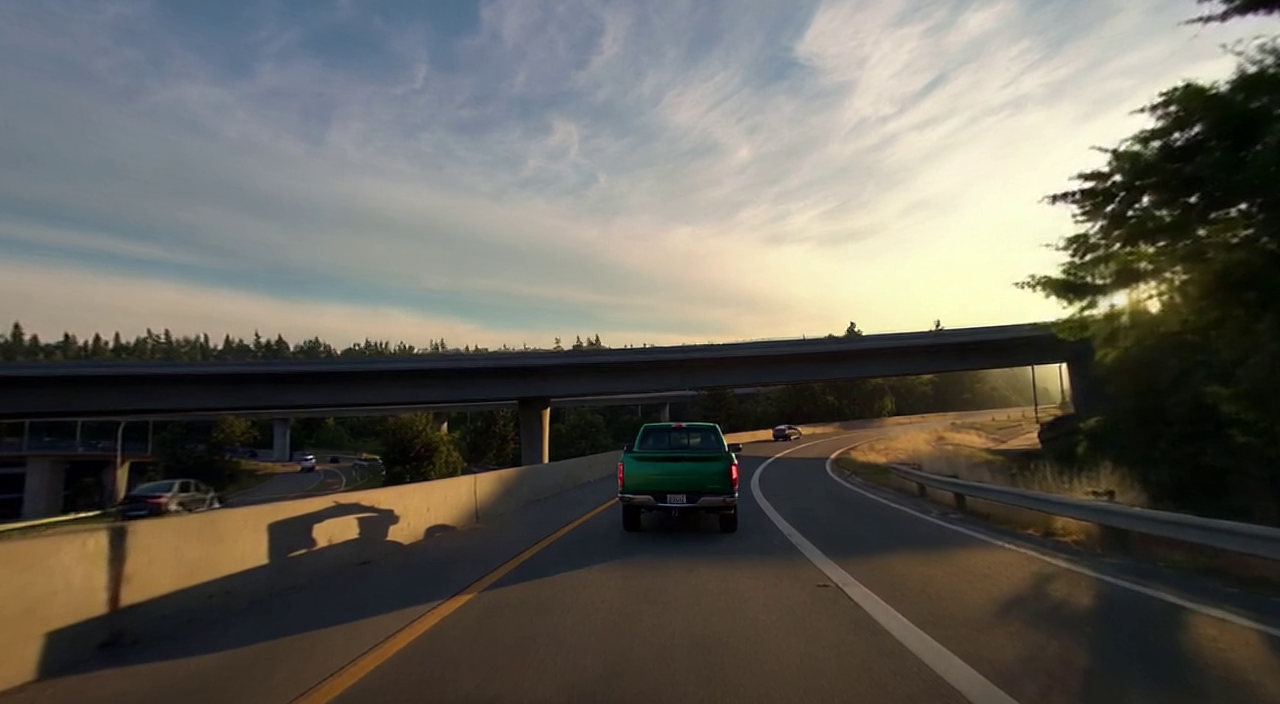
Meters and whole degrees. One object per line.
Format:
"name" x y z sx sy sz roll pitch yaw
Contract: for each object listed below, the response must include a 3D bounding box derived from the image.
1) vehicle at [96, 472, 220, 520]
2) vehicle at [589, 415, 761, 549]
"vehicle" -18.681 5.550 24.695 1.965 1.464 4.514 0 -9 -11
"vehicle" 0.645 2.019 10.469 2.235 1.716 4.435 -1 -9 5
